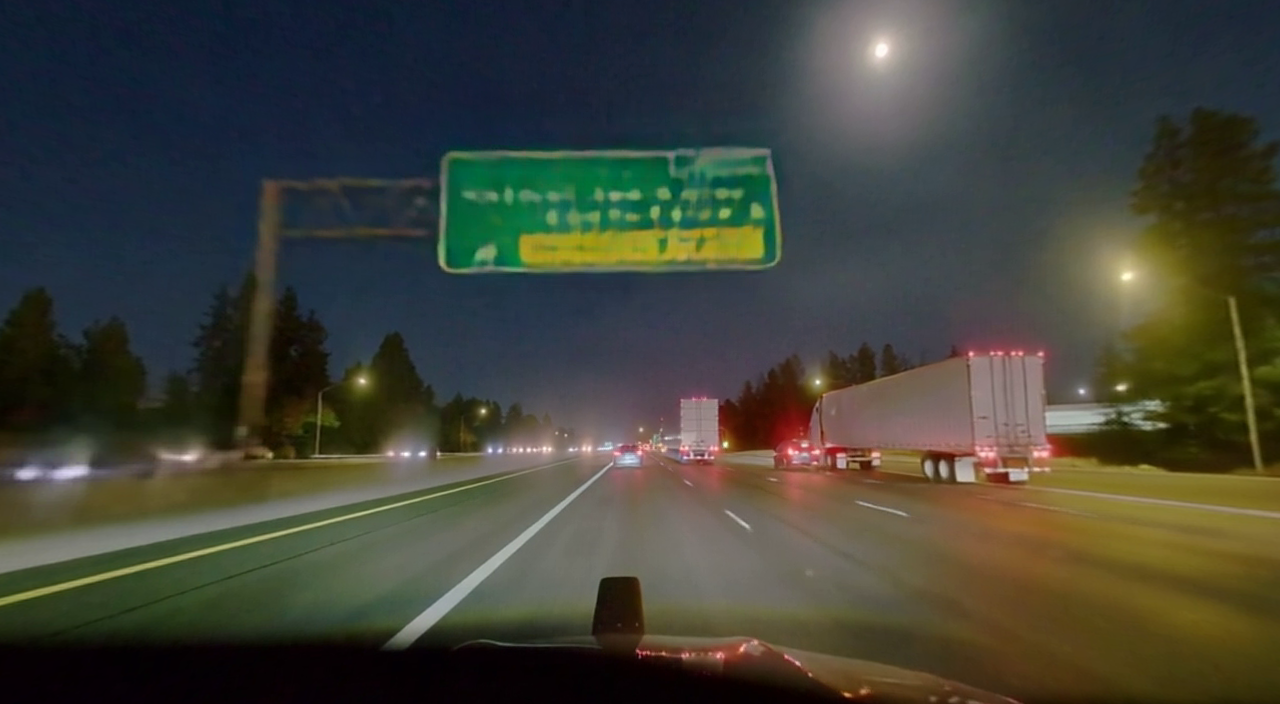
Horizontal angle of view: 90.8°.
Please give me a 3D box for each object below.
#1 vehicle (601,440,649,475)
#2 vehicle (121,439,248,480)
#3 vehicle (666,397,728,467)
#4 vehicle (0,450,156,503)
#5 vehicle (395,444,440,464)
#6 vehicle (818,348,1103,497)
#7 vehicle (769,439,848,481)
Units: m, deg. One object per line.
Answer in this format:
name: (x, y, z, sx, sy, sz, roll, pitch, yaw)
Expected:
vehicle: (-0.667, 5.072, 30.583, 2.163, 1.551, 4.180, 0, -9, 0)
vehicle: (-20.327, 4.821, 28.562, 1.991, 1.643, 5.048, 0, -9, 0)
vehicle: (3.590, 5.542, 42.718, 2.999, 4.127, 10.526, 0, -9, -1)
vehicle: (-16.615, 3.519, 18.379, 1.429, 1.331, 4.546, 0, -9, 0)
vehicle: (-16.830, 7.755, 48.057, 1.781, 1.477, 4.274, 0, -9, 1)
vehicle: (11.348, 3.252, 26.298, 2.898, 4.171, 17.188, 0, -9, 0)
vehicle: (7.169, 4.620, 27.348, 2.154, 1.658, 4.347, 0, -9, -1)
